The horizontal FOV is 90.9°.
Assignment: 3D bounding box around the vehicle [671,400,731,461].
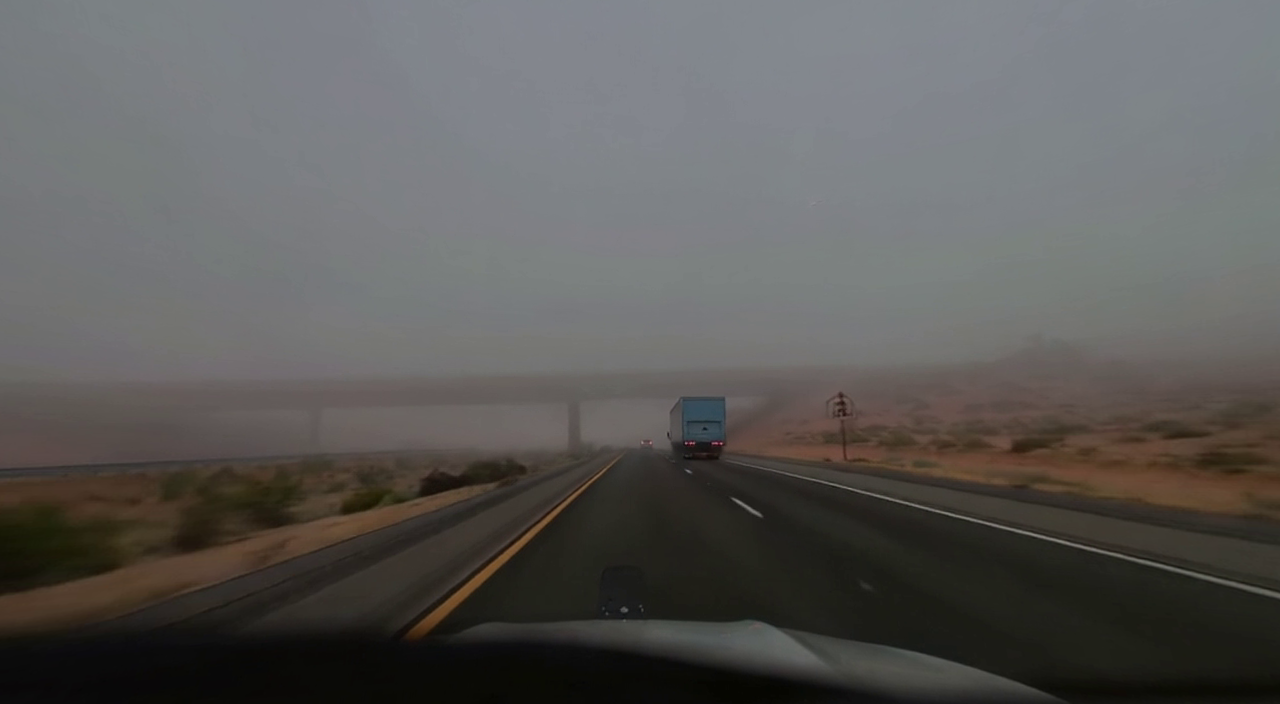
[{"bbox_3d":[4.068,5.630,44.707,3.024,3.834,10.128,0,-8,-1],"label":"vehicle"}]
